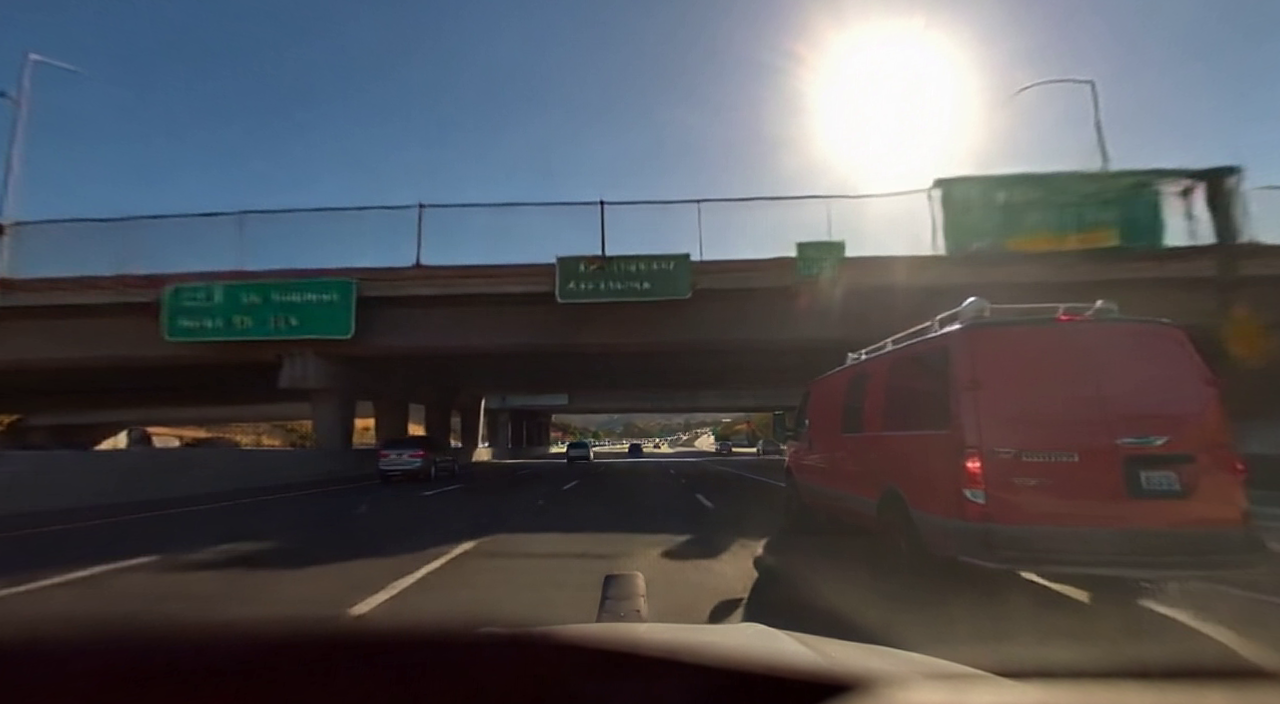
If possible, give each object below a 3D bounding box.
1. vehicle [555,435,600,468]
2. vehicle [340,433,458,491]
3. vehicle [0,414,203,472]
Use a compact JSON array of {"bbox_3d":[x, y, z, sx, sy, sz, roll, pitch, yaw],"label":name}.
[{"bbox_3d":[-3.687,5.978,38.054,2.144,1.847,4.850,0,-8,1],"label":"vehicle"},{"bbox_3d":[-7.896,3.625,21.190,2.092,1.712,4.627,0,-8,1],"label":"vehicle"},{"bbox_3d":[-41.288,7.147,49.309,2.851,3.802,15.642,0,-8,0],"label":"vehicle"}]
